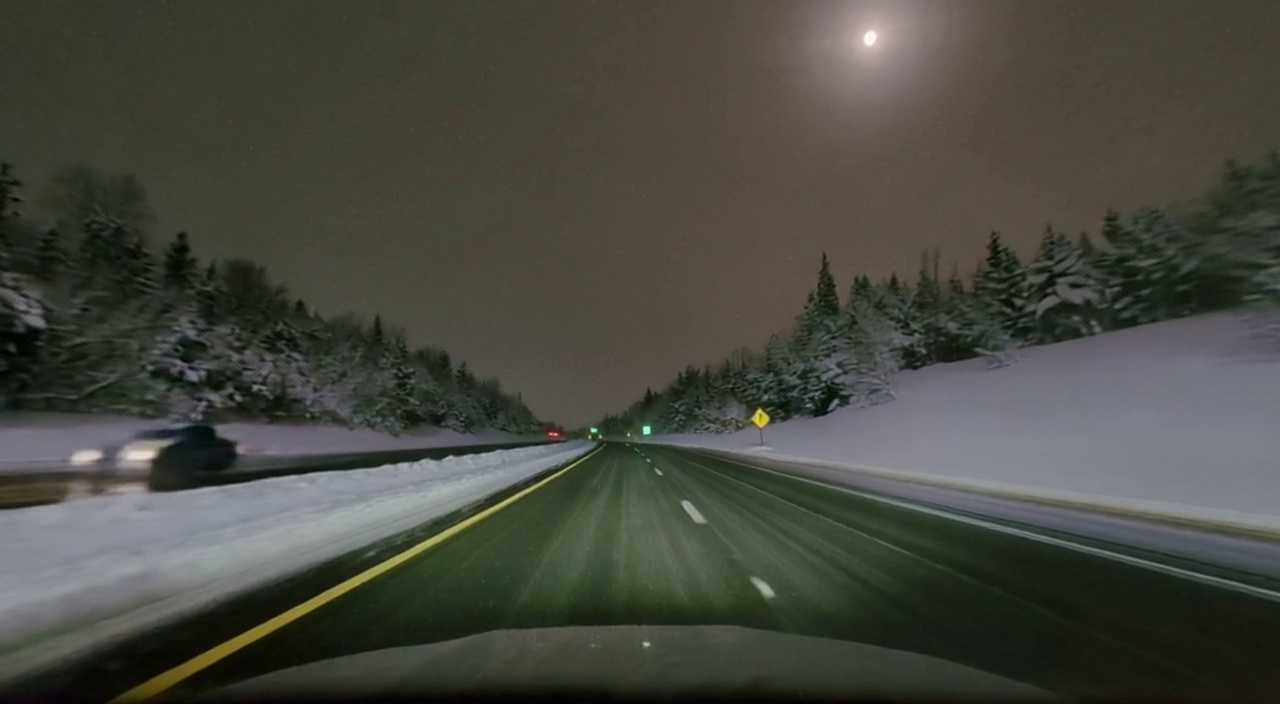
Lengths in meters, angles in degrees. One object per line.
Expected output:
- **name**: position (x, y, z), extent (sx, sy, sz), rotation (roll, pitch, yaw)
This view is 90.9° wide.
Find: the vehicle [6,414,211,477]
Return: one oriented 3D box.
- **vehicle**: position (-14.078, 2.507, 17.140), extent (1.817, 1.489, 4.370), rotation (0, -8, -1)
